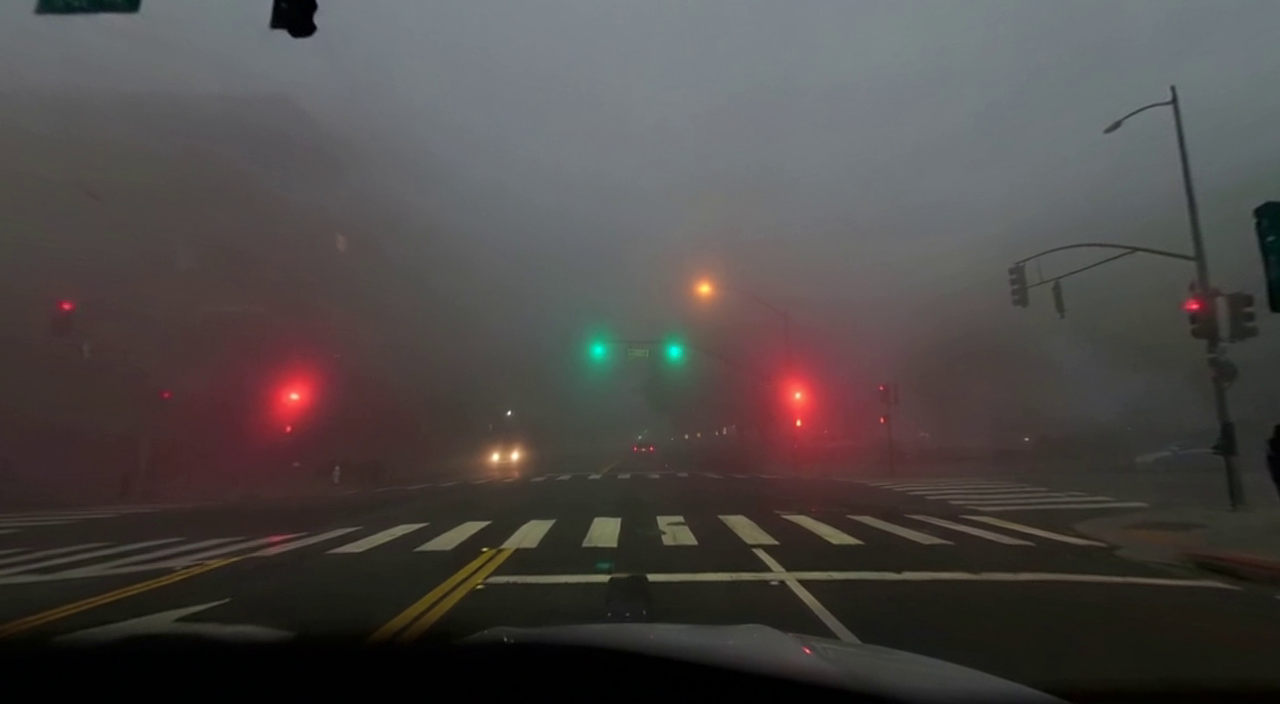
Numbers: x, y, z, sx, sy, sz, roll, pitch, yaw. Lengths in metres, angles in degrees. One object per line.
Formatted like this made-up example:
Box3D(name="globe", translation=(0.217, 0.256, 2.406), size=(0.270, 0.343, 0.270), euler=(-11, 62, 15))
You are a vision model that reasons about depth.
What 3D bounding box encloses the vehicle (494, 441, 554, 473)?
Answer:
Box3D(name="vehicle", translation=(-5.738, 5.250, 31.733), size=(2.127, 1.473, 4.428), euler=(0, -8, 1))
